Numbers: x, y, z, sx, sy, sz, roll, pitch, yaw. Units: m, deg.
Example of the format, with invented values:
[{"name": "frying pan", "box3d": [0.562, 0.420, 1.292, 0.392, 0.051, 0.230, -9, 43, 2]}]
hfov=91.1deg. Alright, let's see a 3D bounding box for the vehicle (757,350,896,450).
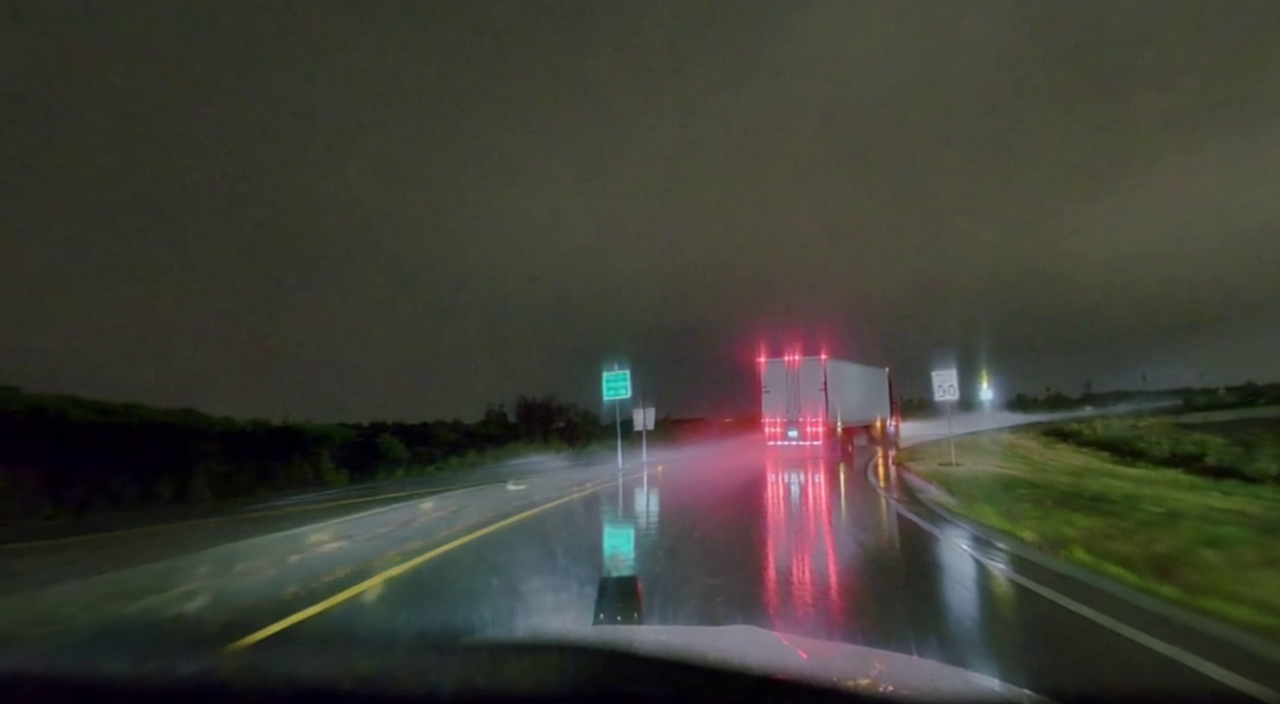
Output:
[{"name": "vehicle", "box3d": [8.839, 2.479, 28.554, 2.837, 3.712, 10.484, -6, -10, 34]}]
